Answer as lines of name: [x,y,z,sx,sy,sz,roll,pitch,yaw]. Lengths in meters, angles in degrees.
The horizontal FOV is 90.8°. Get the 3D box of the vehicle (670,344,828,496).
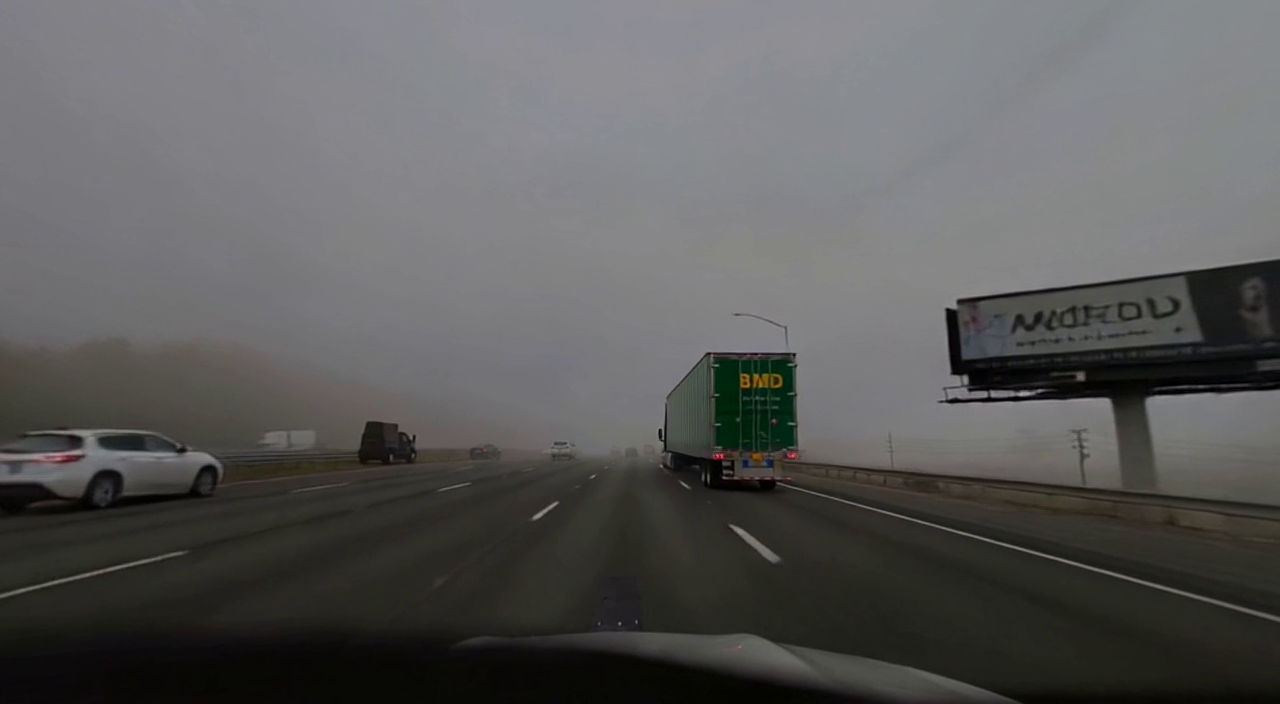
vehicle: [3.167,2.846,23.963,2.891,3.944,15.051,0,-8,-2]

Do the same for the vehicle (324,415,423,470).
vehicle: [-13.759,4.758,33.155,2.307,2.571,6.260,0,-8,1]

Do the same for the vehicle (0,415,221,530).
vehicle: [-10.483,2.136,11.724,2.045,1.697,4.844,0,-8,0]
